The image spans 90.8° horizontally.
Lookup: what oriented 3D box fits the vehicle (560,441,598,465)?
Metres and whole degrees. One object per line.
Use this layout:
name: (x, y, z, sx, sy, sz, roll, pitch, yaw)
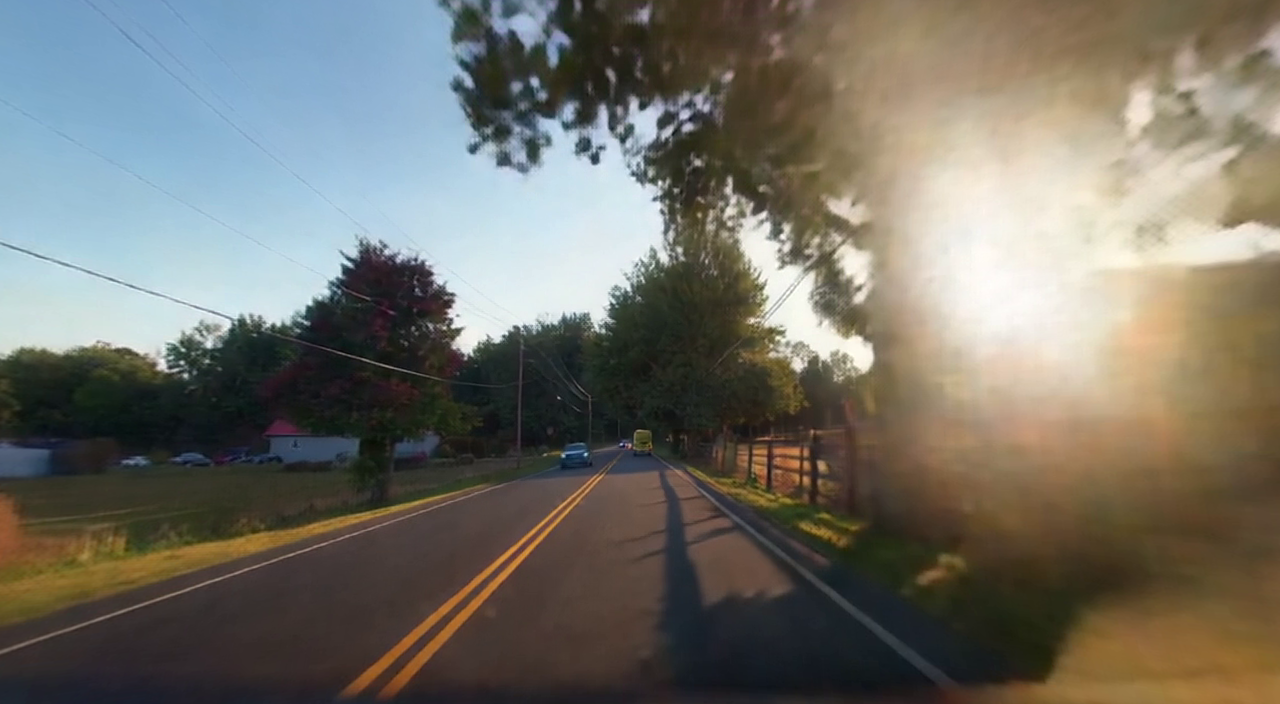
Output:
vehicle: (-3.951, 6.637, 41.607, 2.021, 1.491, 4.519, 0, -8, 0)
